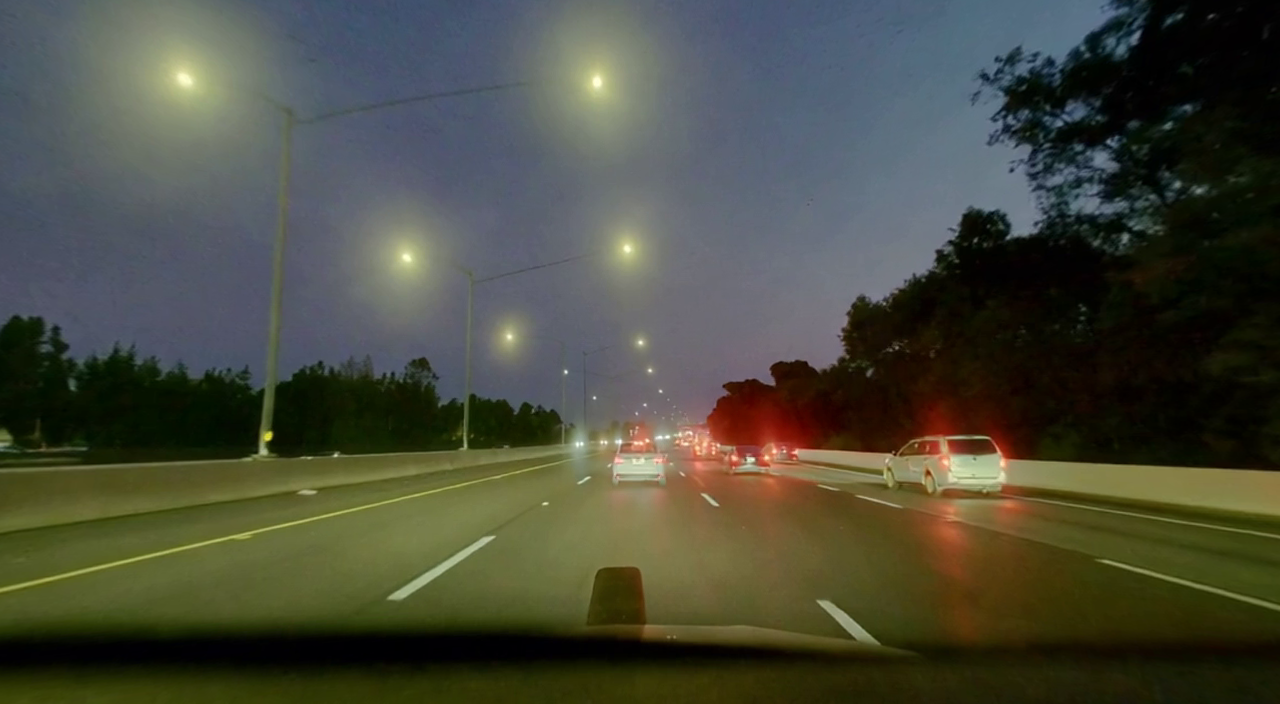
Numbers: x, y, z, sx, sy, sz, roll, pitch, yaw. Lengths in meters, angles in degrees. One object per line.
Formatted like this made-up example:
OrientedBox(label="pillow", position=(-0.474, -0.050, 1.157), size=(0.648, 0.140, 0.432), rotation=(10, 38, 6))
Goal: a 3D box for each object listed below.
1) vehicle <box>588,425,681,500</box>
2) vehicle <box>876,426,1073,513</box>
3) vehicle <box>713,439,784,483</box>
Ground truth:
OrientedBox(label="vehicle", position=(-0.077, 2.892, 16.808), size=(2.181, 1.728, 3.970), rotation=(0, -9, 1))
OrientedBox(label="vehicle", position=(7.408, 2.650, 14.684), size=(2.028, 1.657, 4.823), rotation=(0, -9, 1))
OrientedBox(label="vehicle", position=(4.036, 4.141, 24.203), size=(1.999, 1.514, 4.338), rotation=(0, -9, 1))
